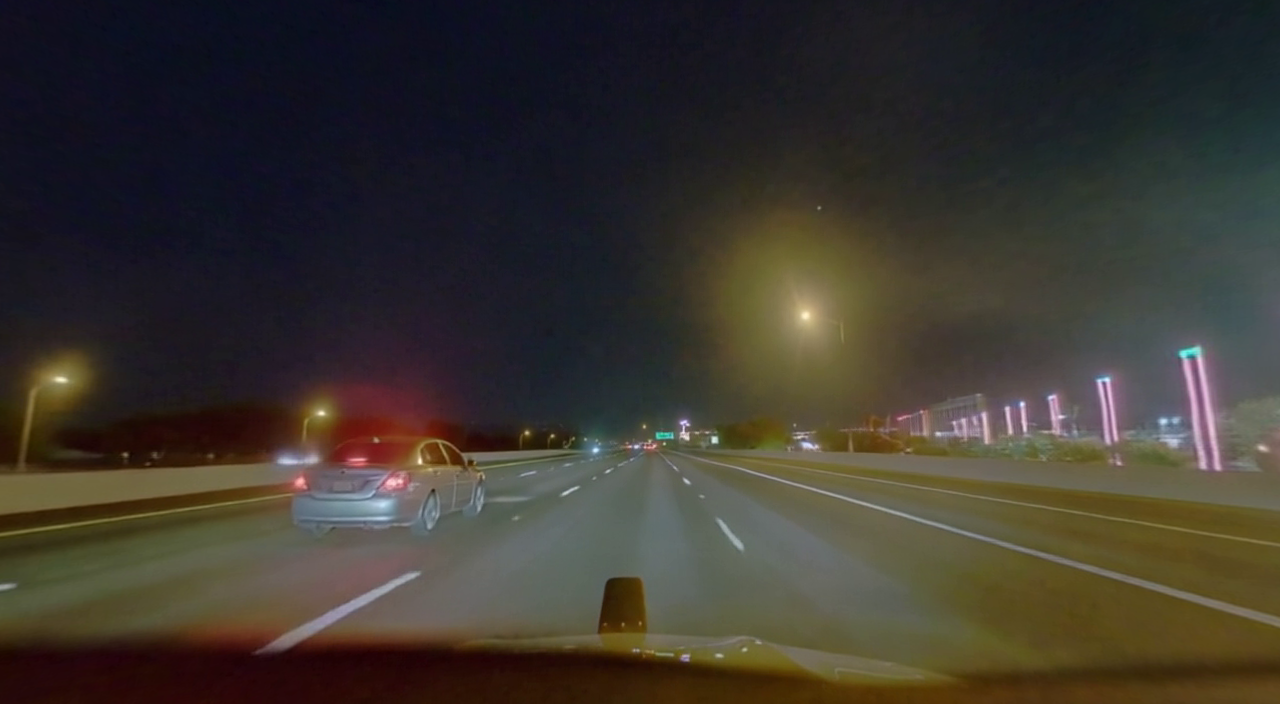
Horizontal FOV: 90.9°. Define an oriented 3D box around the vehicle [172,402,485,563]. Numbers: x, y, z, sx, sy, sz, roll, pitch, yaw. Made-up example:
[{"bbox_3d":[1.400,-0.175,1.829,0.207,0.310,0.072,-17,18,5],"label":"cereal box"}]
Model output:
[{"bbox_3d":[-4.114,1.824,9.555,2.145,1.793,4.762,-1,-8,2],"label":"vehicle"}]
